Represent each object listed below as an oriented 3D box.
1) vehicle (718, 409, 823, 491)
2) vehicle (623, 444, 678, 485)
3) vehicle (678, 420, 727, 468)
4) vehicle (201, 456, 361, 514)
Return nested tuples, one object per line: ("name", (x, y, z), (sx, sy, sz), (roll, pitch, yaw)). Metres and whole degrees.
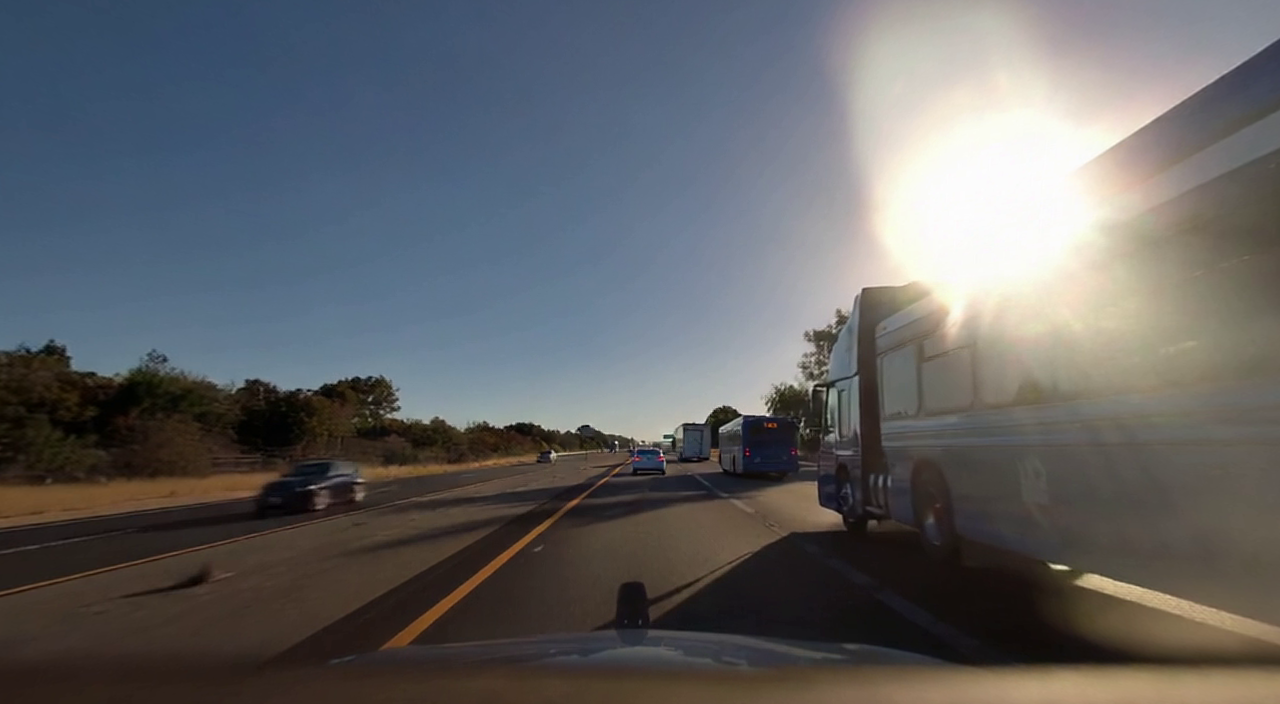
("vehicle", (4.436, 3.523, 22.702), (2.440, 2.555, 5.957), (0, -9, -1))
("vehicle", (0.382, 4.358, 24.663), (2.004, 1.449, 3.817), (0, -9, 0))
("vehicle", (4.661, 7.102, 48.617), (2.883, 3.358, 7.942), (0, -9, -1))
("vehicle", (-10.466, 3.881, 18.858), (2.076, 1.459, 4.477), (0, -9, 1))
